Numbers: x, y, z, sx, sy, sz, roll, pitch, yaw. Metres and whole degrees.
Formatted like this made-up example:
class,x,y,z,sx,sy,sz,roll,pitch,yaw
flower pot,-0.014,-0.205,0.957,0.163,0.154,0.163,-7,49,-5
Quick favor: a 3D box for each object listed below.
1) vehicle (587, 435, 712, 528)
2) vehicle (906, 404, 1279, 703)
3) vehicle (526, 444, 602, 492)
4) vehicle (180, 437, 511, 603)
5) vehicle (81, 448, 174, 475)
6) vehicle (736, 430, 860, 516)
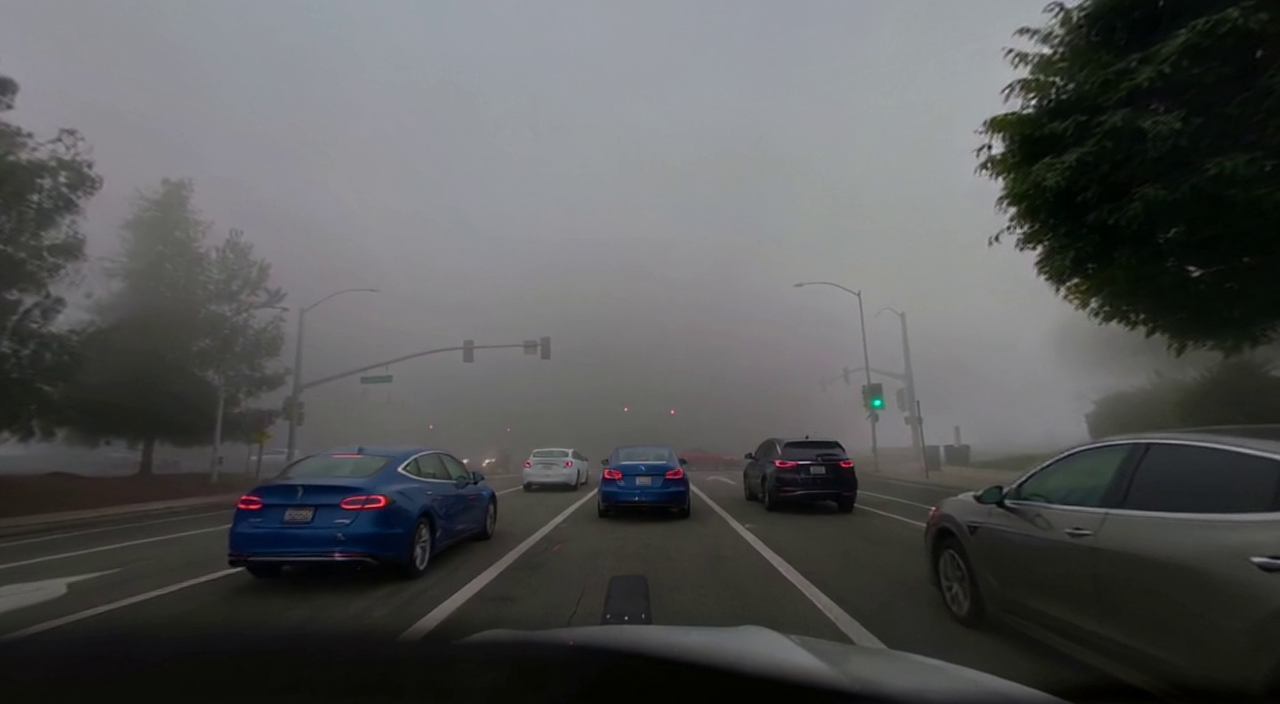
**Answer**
class,x,y,z,sx,sy,sz,roll,pitch,yaw
vehicle,0.148,2.559,13.034,2.144,1.563,4.218,0,-9,0
vehicle,3.337,1.086,3.193,1.951,1.522,4.614,0,-9,0
vehicle,-2.633,4.120,22.785,2.089,1.537,4.073,-1,-9,2
vehicle,-3.137,1.860,7.983,2.015,1.478,4.407,0,-9,1
vehicle,-38.557,8.235,47.533,5.268,1.770,2.107,-3,-9,2
vehicle,3.556,2.791,15.014,1.938,1.732,4.006,0,-9,0
